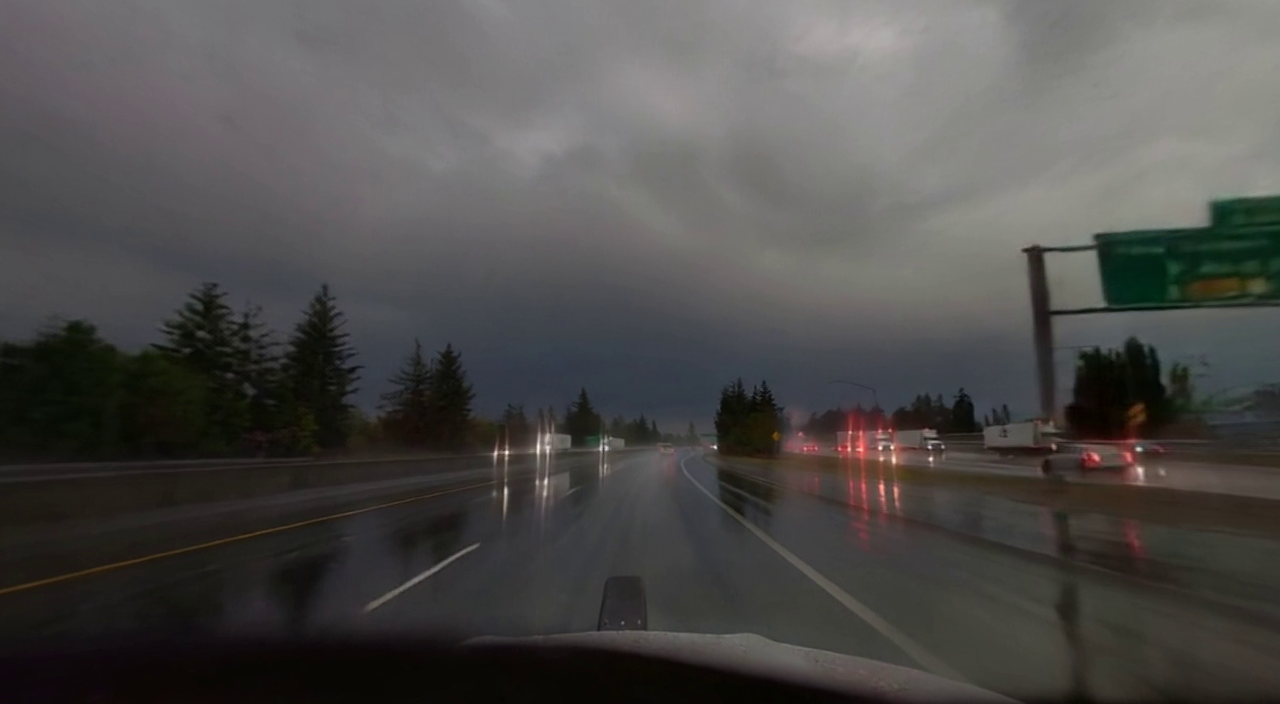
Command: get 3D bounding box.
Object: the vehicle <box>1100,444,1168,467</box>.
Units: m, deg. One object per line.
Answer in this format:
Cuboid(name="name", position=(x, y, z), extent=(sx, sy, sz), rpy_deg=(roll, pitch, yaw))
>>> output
Cuboid(name="vehicle", position=(35.606, 7.453, 45.560), extent=(2.009, 1.586, 4.354), rpy_deg=(-2, -9, 11))
